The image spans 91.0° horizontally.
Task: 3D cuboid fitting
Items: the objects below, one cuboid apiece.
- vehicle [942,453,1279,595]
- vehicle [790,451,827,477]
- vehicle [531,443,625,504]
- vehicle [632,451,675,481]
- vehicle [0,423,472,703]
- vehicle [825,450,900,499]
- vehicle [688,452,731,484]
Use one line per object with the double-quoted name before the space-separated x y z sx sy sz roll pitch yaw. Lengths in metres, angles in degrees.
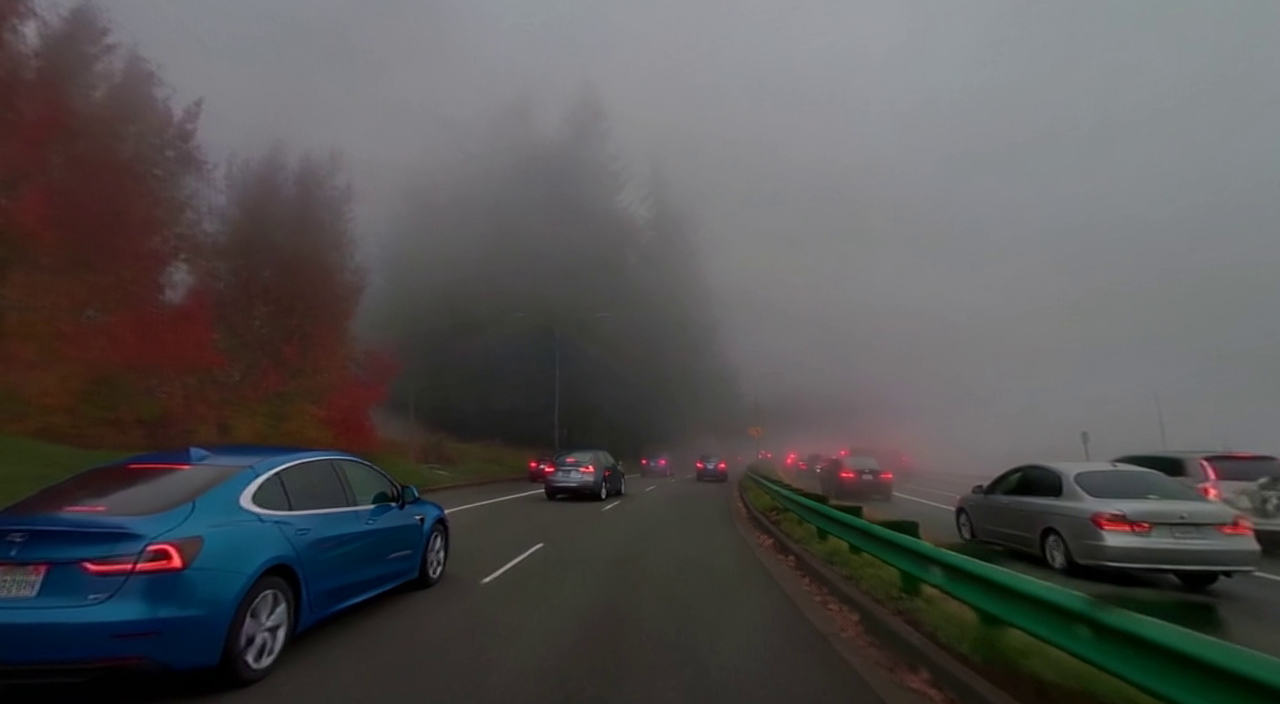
"vehicle" 6.546 2.311 9.491 1.869 1.516 4.753 0 -9 3
"vehicle" 11.429 7.618 42.934 1.890 1.610 4.045 -1 -9 8
"vehicle" -1.795 3.757 19.958 1.979 1.663 4.513 -1 -9 7
"vehicle" 0.875 6.633 36.978 1.930 1.635 4.260 -1 -9 9
"vehicle" -3.065 1.433 5.223 1.921 1.503 4.317 0 -9 3
"vehicle" 8.300 4.556 23.824 1.768 1.634 4.064 0 -9 7
"vehicle" 3.689 5.984 32.828 2.015 1.506 4.276 -1 -9 9
